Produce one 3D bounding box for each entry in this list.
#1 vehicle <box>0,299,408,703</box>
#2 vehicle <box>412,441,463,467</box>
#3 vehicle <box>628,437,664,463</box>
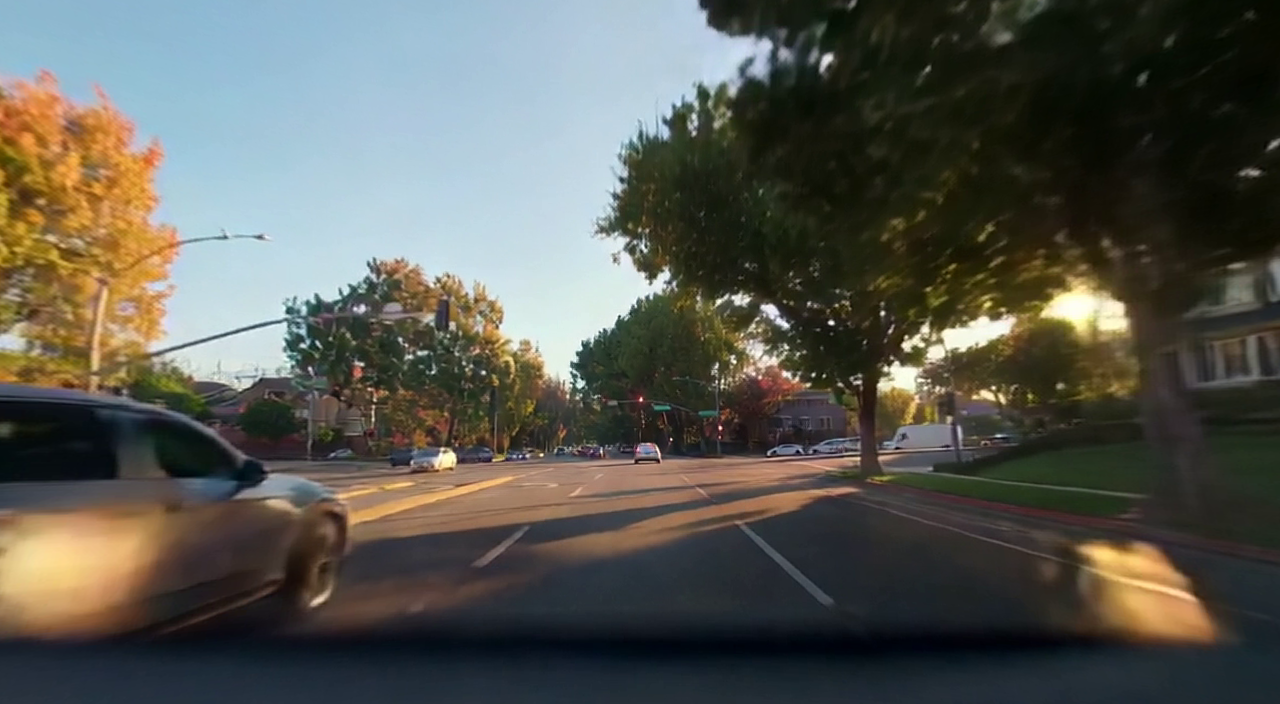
[{"bbox_3d":[-3.527,0.891,3.347,2.459,1.825,5.380,0,-8,1],"label":"vehicle"},{"bbox_3d":[-14.773,7.457,46.241,2.138,1.761,4.611,0,-8,1],"label":"vehicle"},{"bbox_3d":[0.341,6.981,45.026,2.437,1.737,4.420,0,-8,-1],"label":"vehicle"}]
